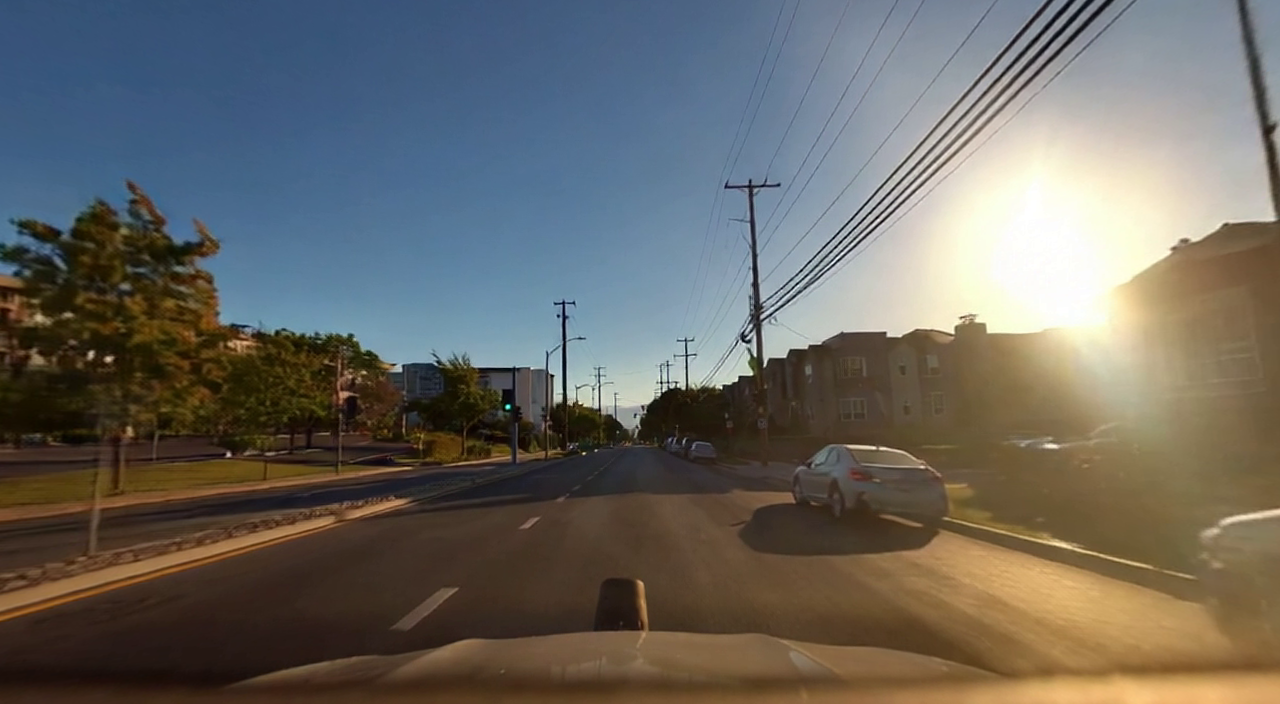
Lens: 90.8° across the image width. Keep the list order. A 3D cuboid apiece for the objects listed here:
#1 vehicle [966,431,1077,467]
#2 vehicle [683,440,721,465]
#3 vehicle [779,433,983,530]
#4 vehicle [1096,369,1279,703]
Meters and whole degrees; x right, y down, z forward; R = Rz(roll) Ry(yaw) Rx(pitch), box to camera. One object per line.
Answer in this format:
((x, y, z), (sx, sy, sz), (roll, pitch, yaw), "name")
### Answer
((17.469, 4.471, 29.269), (1.854, 1.515, 4.648), (1, -8, -7), "vehicle")
((3.843, 6.291, 39.681), (1.785, 1.441, 4.458), (0, -8, -2), "vehicle")
((4.087, 2.271, 11.725), (1.994, 1.422, 4.595), (0, -8, 0), "vehicle")
((4.087, 0.746, 2.001), (1.898, 1.625, 4.414), (0, -8, -1), "vehicle")
